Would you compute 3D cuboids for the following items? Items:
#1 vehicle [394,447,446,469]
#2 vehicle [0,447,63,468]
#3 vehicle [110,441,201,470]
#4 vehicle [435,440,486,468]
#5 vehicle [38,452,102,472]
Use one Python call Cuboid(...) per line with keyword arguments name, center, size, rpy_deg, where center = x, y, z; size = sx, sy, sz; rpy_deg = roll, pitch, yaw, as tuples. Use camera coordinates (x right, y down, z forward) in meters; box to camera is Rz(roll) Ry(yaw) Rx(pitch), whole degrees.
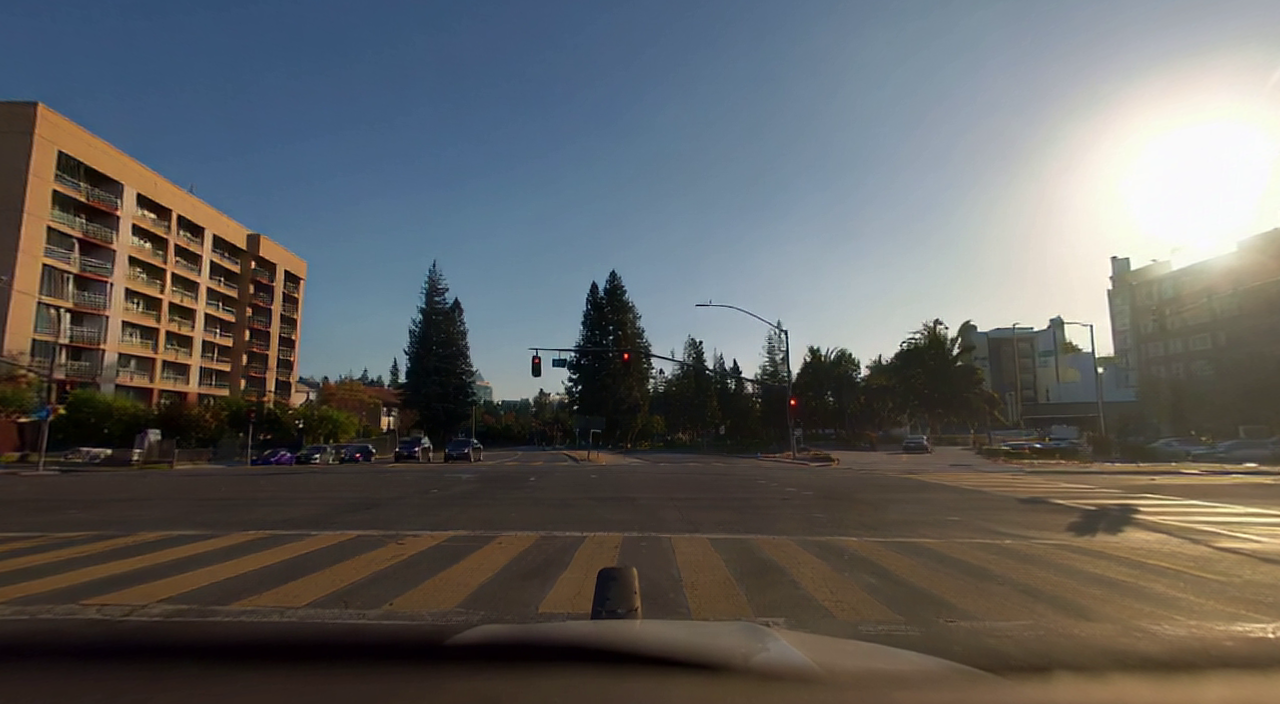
Cuboid(name="vehicle", center=(-15.525, 7.449, 44.809), size=(2.056, 1.450, 4.343), rpy_deg=(0, -8, 0))
Cuboid(name="vehicle", center=(-45.247, 7.768, 46.594), size=(1.858, 1.467, 3.624), rpy_deg=(0, -8, 1))
Cuboid(name="vehicle", center=(-34.915, 7.433, 45.743), size=(2.204, 1.955, 5.518), rpy_deg=(0, -8, 0))
Cuboid(name="vehicle", center=(-11.960, 6.801, 42.316), size=(2.080, 1.763, 4.341), rpy_deg=(0, -8, 0))
Cuboid(name="vehicle", center=(-41.593, 8.016, 46.165), size=(1.552, 1.339, 3.340), rpy_deg=(-2, -9, -1))
